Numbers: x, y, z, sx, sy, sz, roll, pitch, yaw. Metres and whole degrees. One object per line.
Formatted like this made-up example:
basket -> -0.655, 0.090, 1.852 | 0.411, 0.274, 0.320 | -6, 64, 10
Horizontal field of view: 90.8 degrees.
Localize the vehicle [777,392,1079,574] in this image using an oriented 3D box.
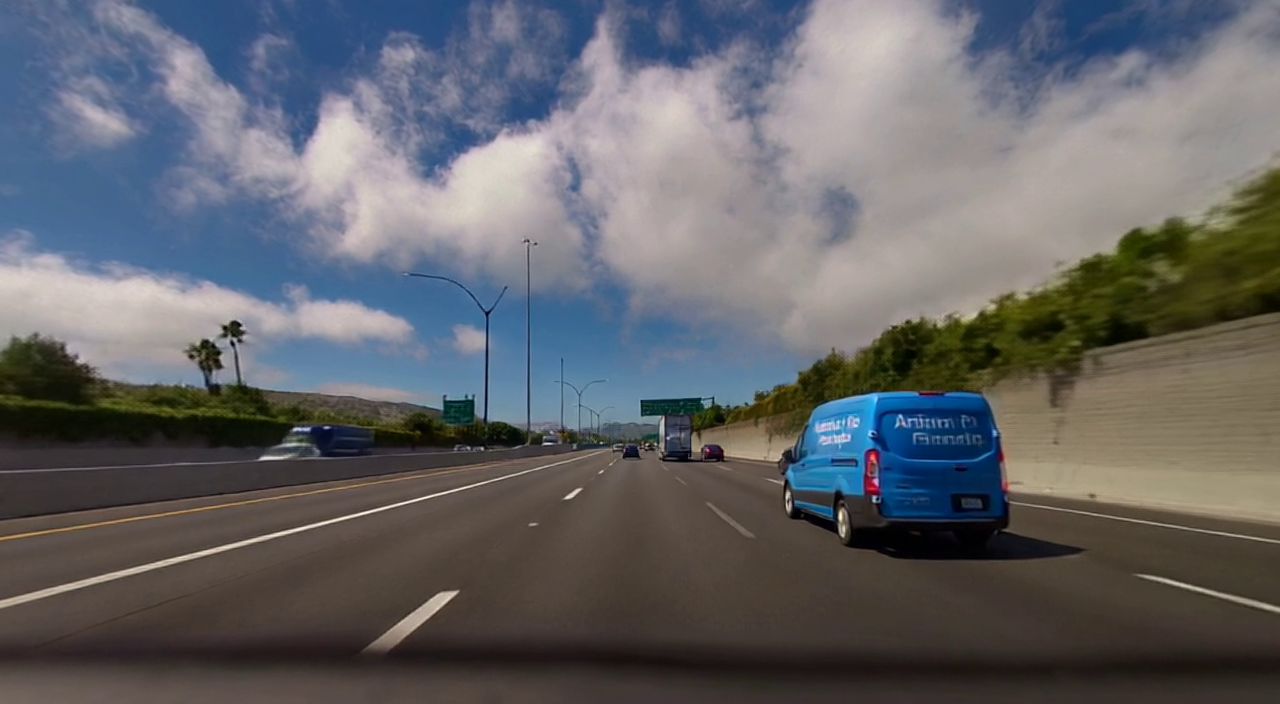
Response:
vehicle -> 3.629, 1.766, 9.283 | 2.035, 1.931, 4.841 | 0, -9, -1
